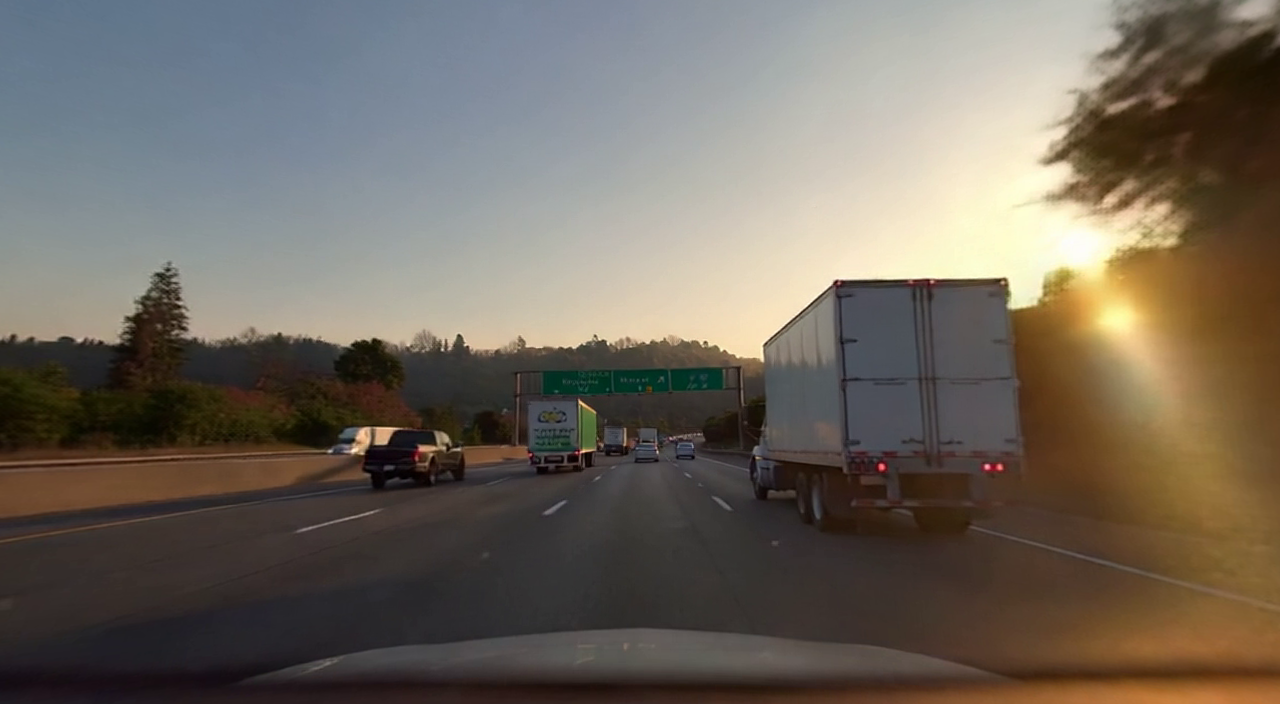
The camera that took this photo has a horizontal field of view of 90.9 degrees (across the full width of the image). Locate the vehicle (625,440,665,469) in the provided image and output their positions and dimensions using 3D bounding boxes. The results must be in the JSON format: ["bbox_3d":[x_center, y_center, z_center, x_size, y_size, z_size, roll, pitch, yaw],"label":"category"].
[{"bbox_3d":[0.270,5.705,35.248,2.105,1.502,4.068,0,-9,0],"label":"vehicle"}]

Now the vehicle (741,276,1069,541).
[{"bbox_3d":[4.027,1.260,12.084,2.895,3.484,7.631,0,-9,0],"label":"vehicle"}]

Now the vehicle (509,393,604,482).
[{"bbox_3d":[-3.208,3.636,26.464,2.745,3.156,7.608,0,-9,2],"label":"vehicle"}]

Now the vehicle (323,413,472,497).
[{"bbox_3d":[-7.129,3.120,19.443,2.322,2.195,5.556,0,-9,0],"label":"vehicle"}]
